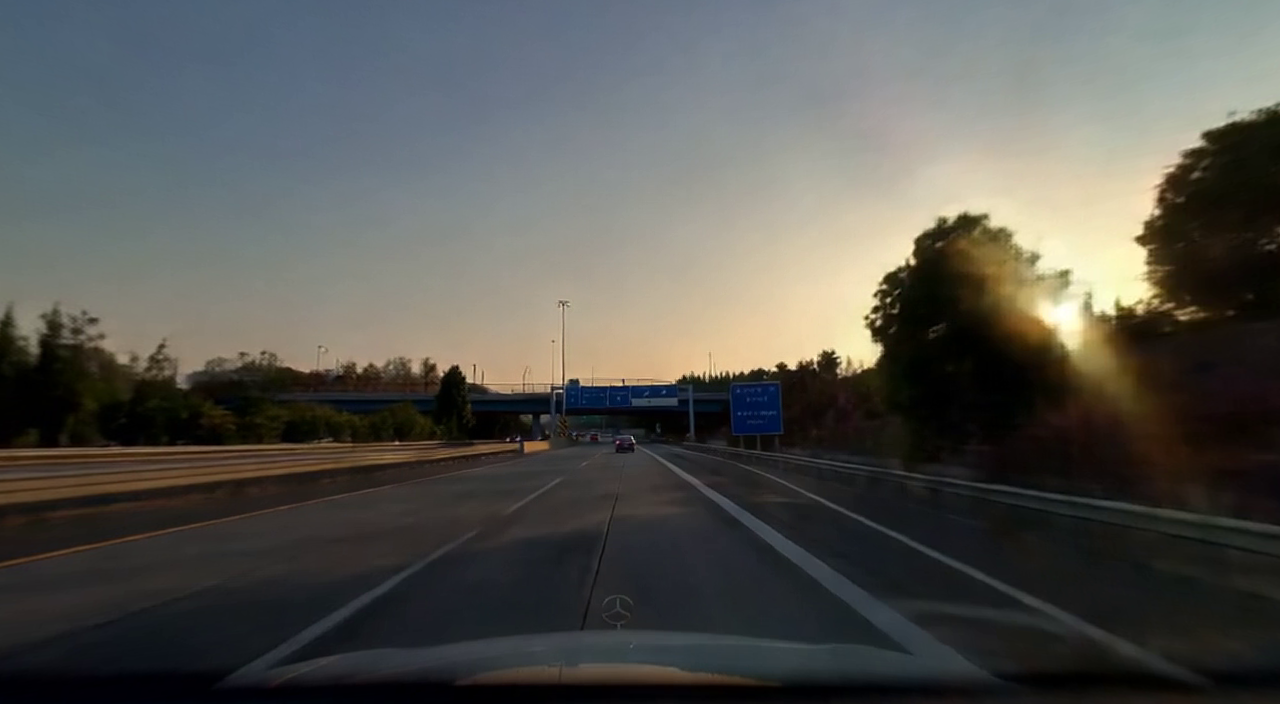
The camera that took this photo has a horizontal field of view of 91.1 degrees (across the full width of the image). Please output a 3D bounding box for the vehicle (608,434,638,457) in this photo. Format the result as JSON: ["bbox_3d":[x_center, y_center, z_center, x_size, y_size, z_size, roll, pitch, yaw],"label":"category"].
[{"bbox_3d":[-1.164,6.577,44.245,2.025,1.519,3.924,0,-8,-1],"label":"vehicle"}]
